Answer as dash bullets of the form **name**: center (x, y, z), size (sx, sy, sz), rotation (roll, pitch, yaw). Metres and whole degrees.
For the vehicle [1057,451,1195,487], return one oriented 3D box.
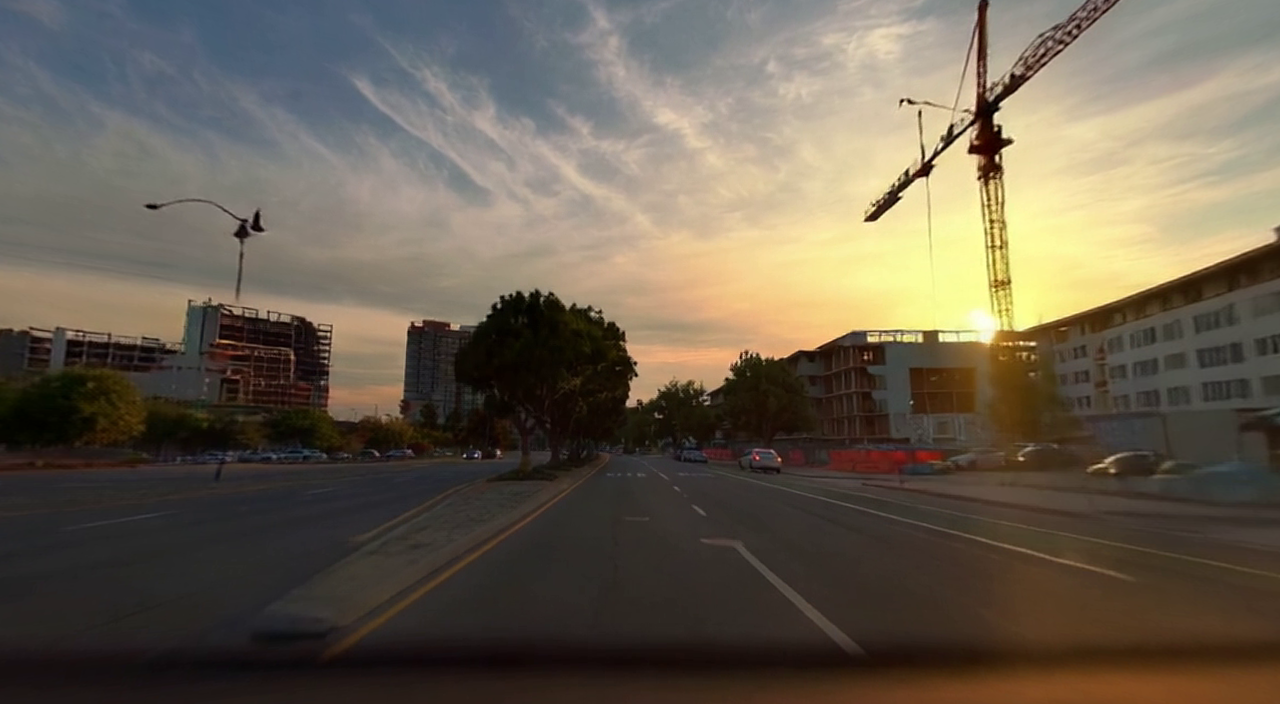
- **vehicle**: center (20.859, 5.012, 27.186), size (4.698, 1.386, 1.822), rotation (0, -10, -8)

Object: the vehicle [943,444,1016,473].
- **vehicle**: center (20.504, 6.429, 38.370), size (1.965, 1.690, 4.077), rotation (0, -9, -2)

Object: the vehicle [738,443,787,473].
- **vehicle**: center (7.572, 6.577, 39.469), size (2.080, 1.706, 4.392), rotation (0, -9, -1)
